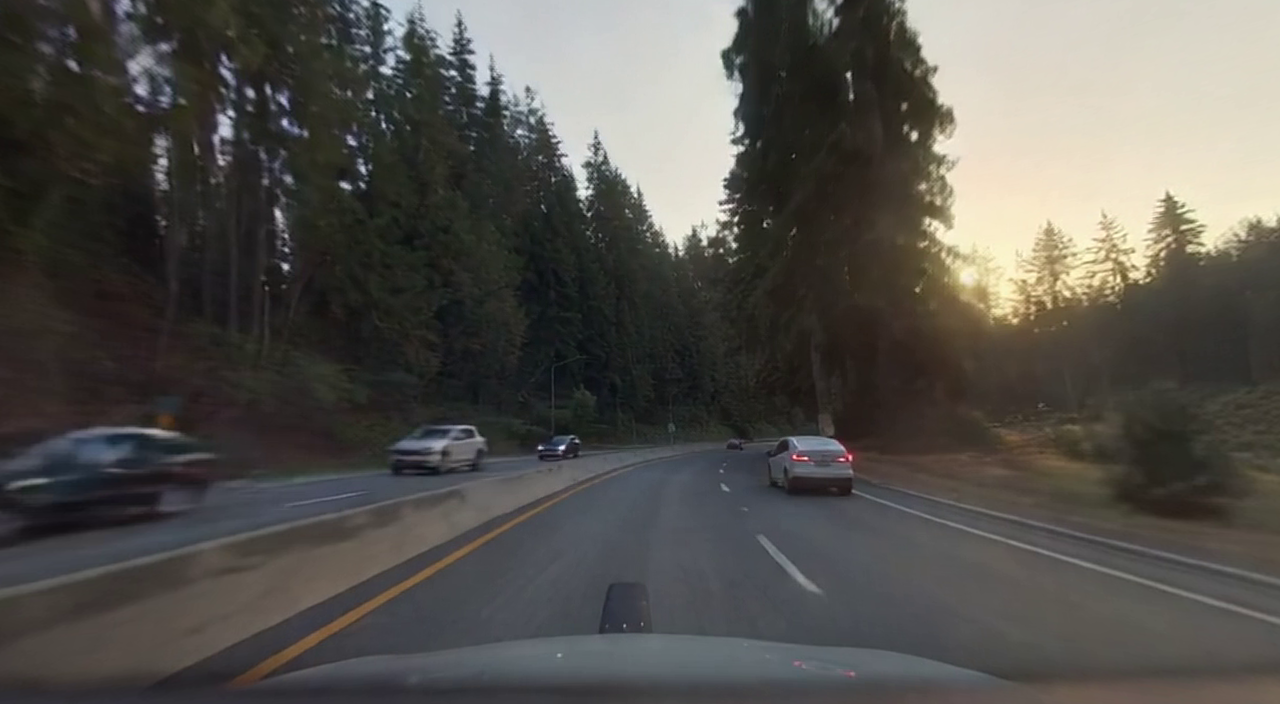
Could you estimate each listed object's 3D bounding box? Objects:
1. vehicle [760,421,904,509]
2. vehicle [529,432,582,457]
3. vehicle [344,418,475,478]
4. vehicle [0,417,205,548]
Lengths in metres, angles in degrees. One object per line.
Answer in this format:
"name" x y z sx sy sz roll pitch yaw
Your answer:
"vehicle" 4.164 2.520 14.525 2.112 1.708 4.380 -1 -8 3
"vehicle" -5.227 5.793 39.494 1.931 1.492 4.374 -2 -8 11
"vehicle" -7.552 3.226 21.293 2.222 1.768 4.699 -1 -8 6
"vehicle" -8.298 1.664 8.344 1.814 1.508 4.342 -1 -8 3
